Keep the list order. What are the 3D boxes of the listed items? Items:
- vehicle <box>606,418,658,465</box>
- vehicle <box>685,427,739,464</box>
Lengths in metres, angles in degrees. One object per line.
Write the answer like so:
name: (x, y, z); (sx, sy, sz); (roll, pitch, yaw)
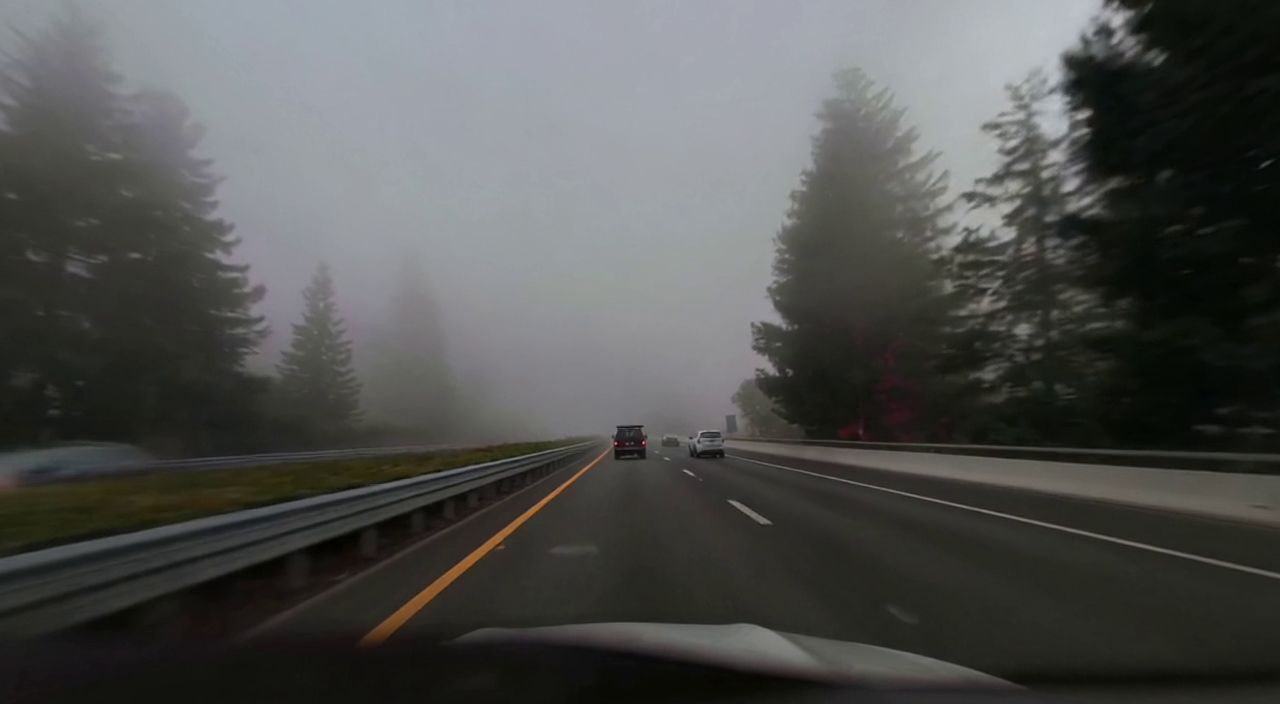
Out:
vehicle: (-0.434, 4.230, 29.944); (2.270, 2.044, 4.633); (0, -8, -2)
vehicle: (3.346, 4.421, 30.011); (1.981, 1.606, 3.956); (0, -8, -2)
